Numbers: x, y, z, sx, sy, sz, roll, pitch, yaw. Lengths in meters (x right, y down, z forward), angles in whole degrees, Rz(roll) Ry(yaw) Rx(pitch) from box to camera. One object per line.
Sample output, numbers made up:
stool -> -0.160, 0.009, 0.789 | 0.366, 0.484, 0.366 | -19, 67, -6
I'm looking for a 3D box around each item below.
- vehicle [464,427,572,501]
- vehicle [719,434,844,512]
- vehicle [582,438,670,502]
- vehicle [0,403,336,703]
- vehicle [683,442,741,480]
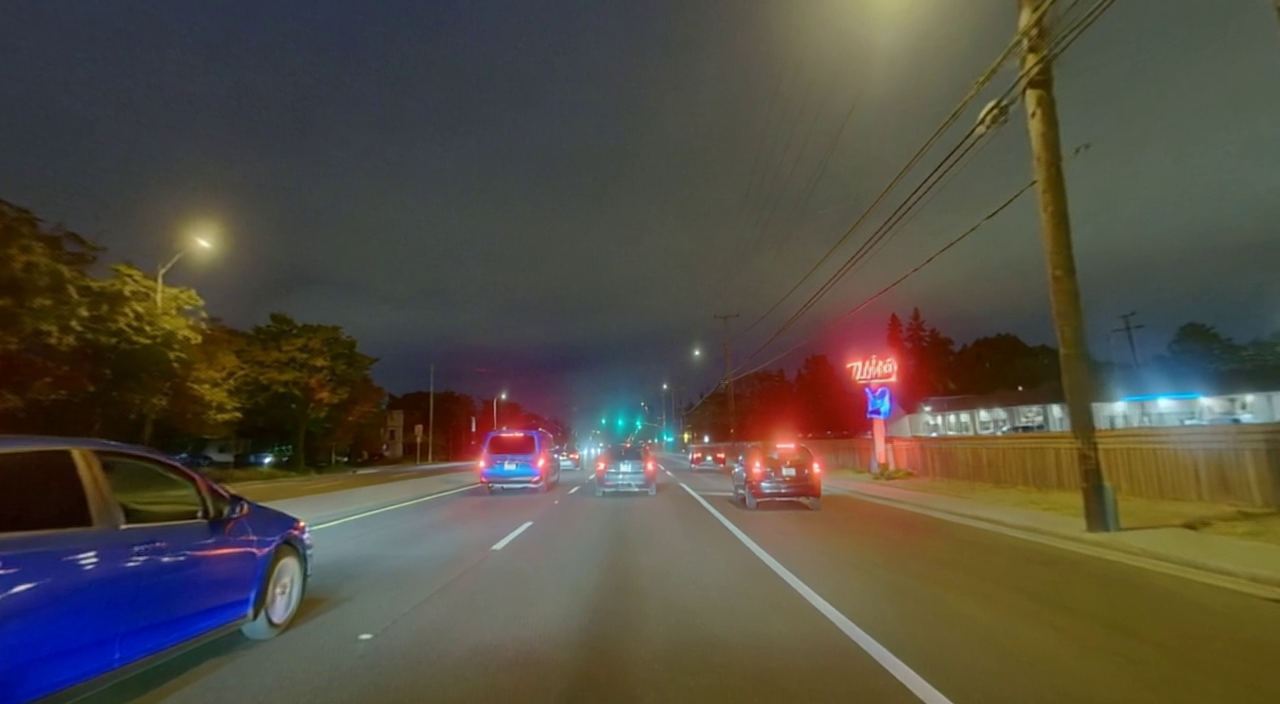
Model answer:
vehicle -> -3.314, 3.155, 18.225 | 2.092, 1.839, 4.736 | 0, -9, 1
vehicle -> 3.033, 2.689, 14.417 | 1.880, 1.521, 3.724 | 0, -9, -2
vehicle -> -0.336, 3.106, 17.066 | 2.097, 1.511, 3.809 | 0, -9, 0
vehicle -> -3.337, 0.965, 2.575 | 2.004, 1.454, 4.349 | 0, -9, 0
vehicle -> 3.045, 4.699, 27.464 | 1.878, 1.479, 4.461 | 0, -9, -1
